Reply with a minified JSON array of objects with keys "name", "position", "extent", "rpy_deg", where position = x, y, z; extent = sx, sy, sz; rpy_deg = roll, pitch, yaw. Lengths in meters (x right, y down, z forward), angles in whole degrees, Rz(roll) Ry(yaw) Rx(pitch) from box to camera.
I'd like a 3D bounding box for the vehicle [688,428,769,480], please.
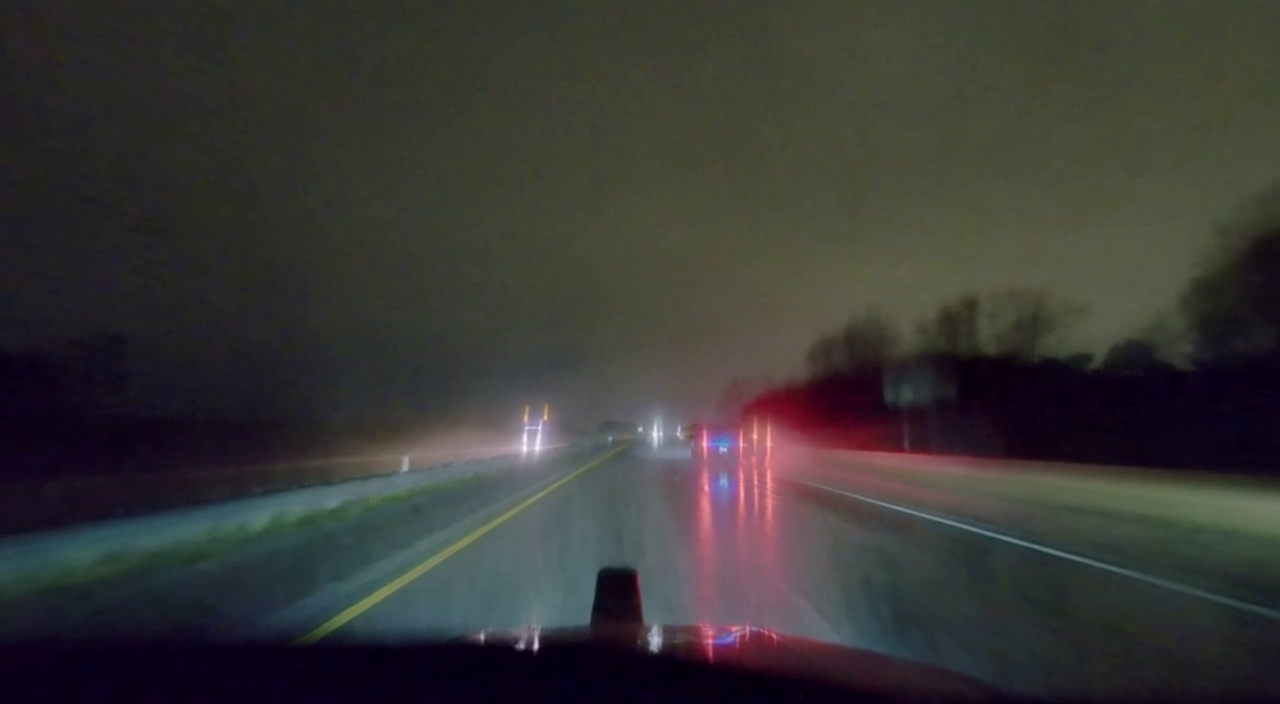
[{"name":"vehicle","position":[2.924,3.464,21.736],"extent":[2.084,1.583,4.420],"rpy_deg":[0,-8,-1]}]
